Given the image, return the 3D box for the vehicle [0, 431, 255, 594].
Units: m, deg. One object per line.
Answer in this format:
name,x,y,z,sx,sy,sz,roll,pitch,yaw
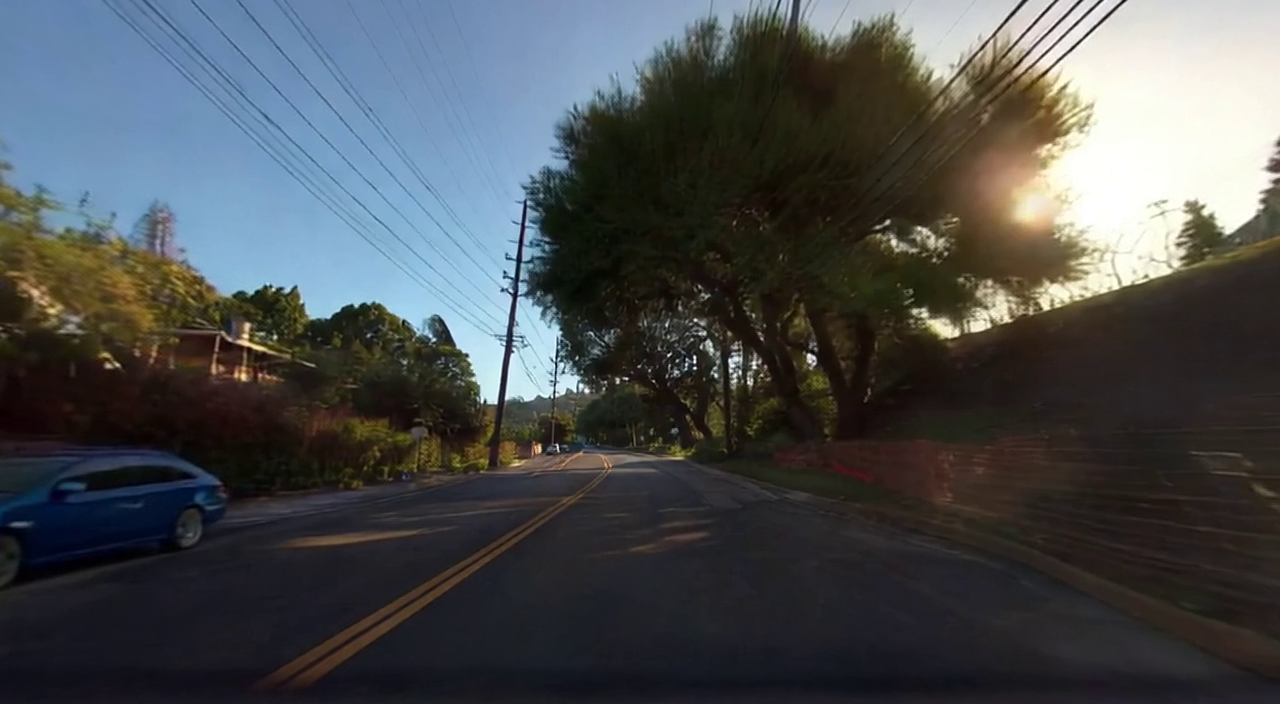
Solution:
vehicle,-7.707,1.964,8.494,2.114,1.693,4.468,0,-9,2
